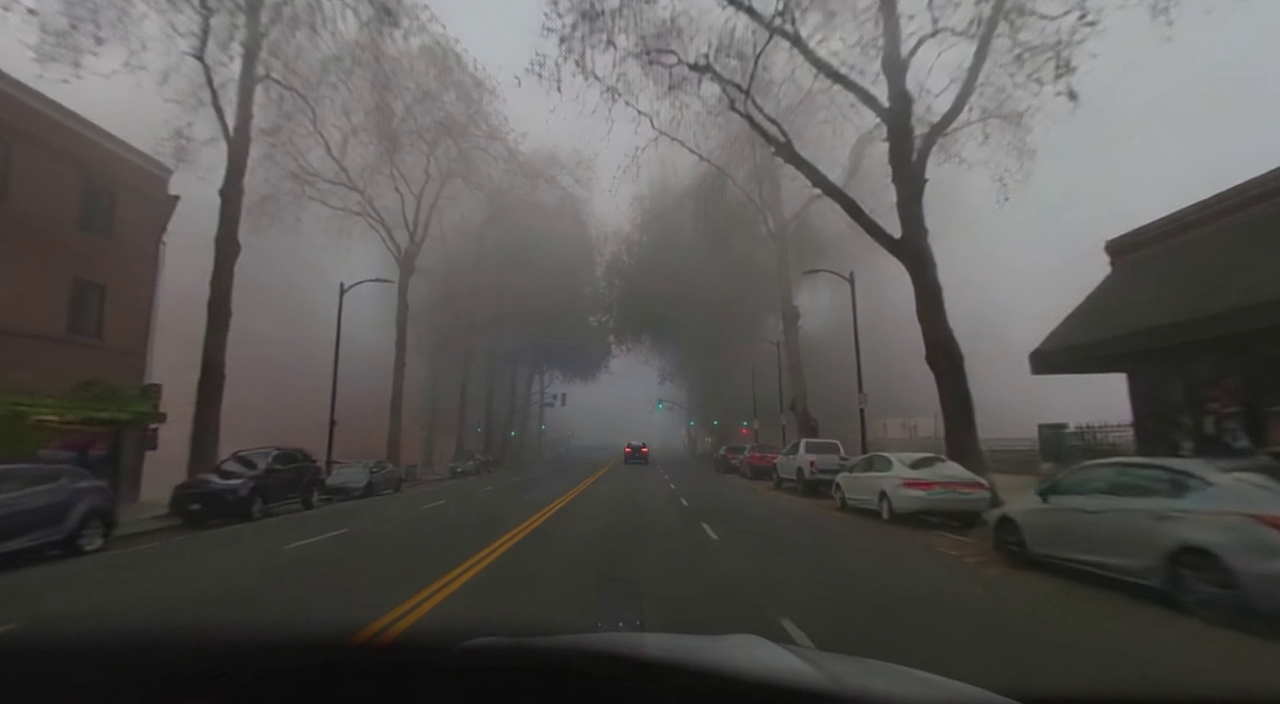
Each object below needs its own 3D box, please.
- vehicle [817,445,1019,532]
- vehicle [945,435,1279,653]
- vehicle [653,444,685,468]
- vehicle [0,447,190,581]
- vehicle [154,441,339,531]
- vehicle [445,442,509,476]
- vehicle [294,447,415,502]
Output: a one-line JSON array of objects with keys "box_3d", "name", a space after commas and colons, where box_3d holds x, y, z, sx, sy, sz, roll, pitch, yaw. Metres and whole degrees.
[{"box_3d": [5.551, 2.757, 13.516, 2.089, 1.459, 4.930, 0, -8, 0], "name": "vehicle"}, {"box_3d": [5.428, 1.609, 6.263, 2.163, 1.484, 5.019, 0, -9, -2], "name": "vehicle"}, {"box_3d": [2.008, 7.323, 44.768, 1.998, 1.580, 4.015, 0, -9, -1], "name": "vehicle"}, {"box_3d": [-9.857, 2.353, 9.483, 2.081, 1.819, 5.607, 0, -9, 0], "name": "vehicle"}, {"box_3d": [-10.128, 3.419, 16.858, 2.020, 2.013, 4.758, 0, -9, -3], "name": "vehicle"}, {"box_3d": [-9.712, 6.456, 38.296, 2.305, 1.883, 5.580, -1, -9, 1], "name": "vehicle"}, {"box_3d": [-10.125, 4.345, 23.017, 1.988, 1.718, 5.661, 0, -9, -2], "name": "vehicle"}]
